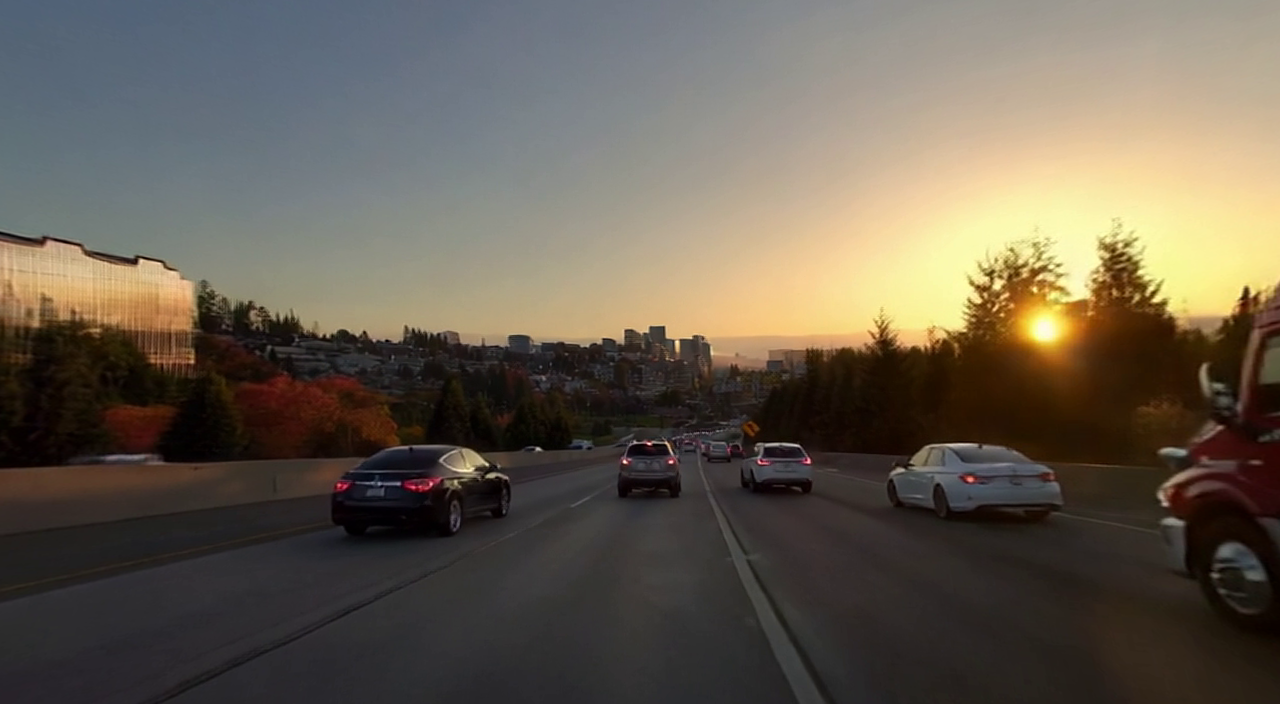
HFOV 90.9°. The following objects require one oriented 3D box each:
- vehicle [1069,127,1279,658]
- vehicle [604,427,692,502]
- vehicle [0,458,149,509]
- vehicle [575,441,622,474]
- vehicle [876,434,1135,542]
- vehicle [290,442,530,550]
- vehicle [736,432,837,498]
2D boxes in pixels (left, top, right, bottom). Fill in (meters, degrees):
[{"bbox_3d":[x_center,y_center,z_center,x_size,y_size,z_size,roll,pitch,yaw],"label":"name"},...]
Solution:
[{"bbox_3d":[5.226,-0.175,0.995,2.987,3.212,9.311,-1,-8,4],"label":"vehicle"},{"bbox_3d":[0.364,3.114,17.828,2.153,1.805,4.631,-1,-8,4],"label":"vehicle"},{"bbox_3d":[-20.729,4.737,23.174,1.875,1.607,4.024,-1,-8,5],"label":"vehicle"},{"bbox_3d":[-2.206,5.807,34.993,1.951,1.694,4.188,-1,-8,5],"label":"vehicle"},{"bbox_3d":[5.923,2.222,11.029,2.053,1.473,4.383,-1,-8,3],"label":"vehicle"},{"bbox_3d":[-3.590,2.332,11.116,1.965,1.443,4.968,-1,-8,6],"label":"vehicle"},{"bbox_3d":[4.188,3.316,18.872,2.156,1.701,4.494,-1,-8,3],"label":"vehicle"}]
